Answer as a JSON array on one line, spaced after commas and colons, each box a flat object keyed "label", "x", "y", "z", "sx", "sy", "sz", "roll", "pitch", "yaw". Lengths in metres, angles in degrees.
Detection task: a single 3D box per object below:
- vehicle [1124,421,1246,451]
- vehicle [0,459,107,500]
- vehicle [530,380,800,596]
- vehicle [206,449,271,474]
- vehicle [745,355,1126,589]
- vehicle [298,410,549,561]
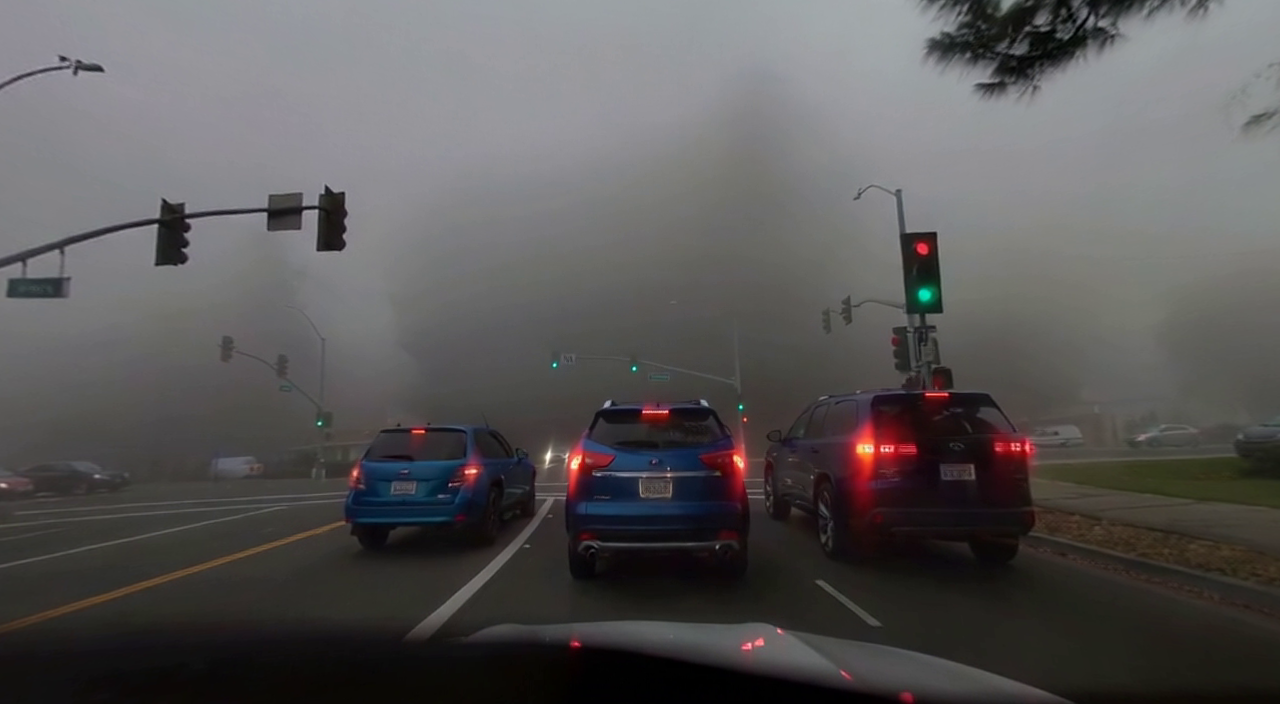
[{"label": "vehicle", "x": 28.158, "y": 4.365, "z": 32.656, "sx": 4.512, "sy": 1.444, "sz": 1.859, "roll": 0, "pitch": -9, "yaw": 0}, {"label": "vehicle", "x": -24.006, "y": 4.970, "z": 24.672, "sx": 4.383, "sy": 1.456, "sz": 1.999, "roll": 0, "pitch": -9, "yaw": -1}, {"label": "vehicle", "x": 0.172, "y": 1.436, "z": 7.398, "sx": 2.235, "sy": 1.778, "sz": 4.178, "roll": 0, "pitch": -8, "yaw": -1}, {"label": "vehicle", "x": -29.320, "y": 7.999, "z": 46.172, "sx": 1.820, "sy": 1.699, "sz": 4.308, "roll": -1, "pitch": -9, "yaw": 2}, {"label": "vehicle", "x": 3.087, "y": 1.472, "z": 8.489, "sx": 2.338, "sy": 2.063, "sz": 5.672, "roll": 0, "pitch": -8, "yaw": 0}, {"label": "vehicle", "x": -2.735, "y": 1.819, "z": 9.316, "sx": 2.058, "sy": 1.659, "sz": 4.514, "roll": 0, "pitch": -8, "yaw": 1}]
